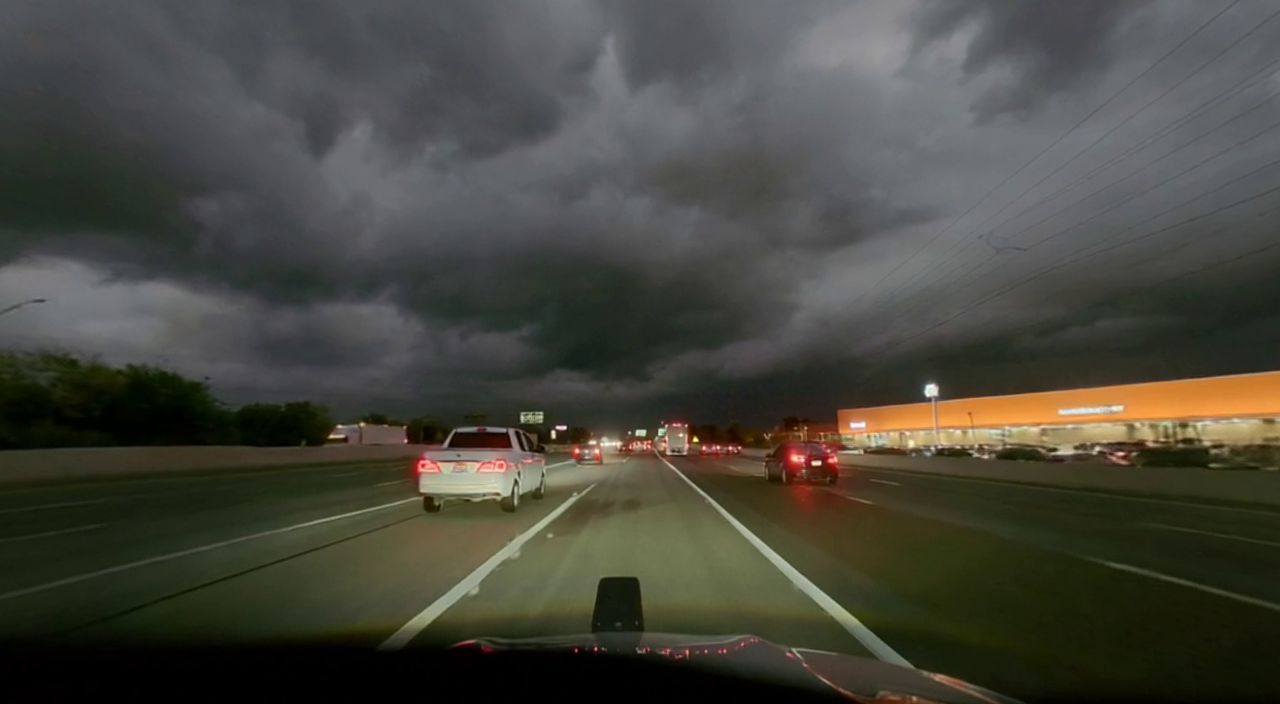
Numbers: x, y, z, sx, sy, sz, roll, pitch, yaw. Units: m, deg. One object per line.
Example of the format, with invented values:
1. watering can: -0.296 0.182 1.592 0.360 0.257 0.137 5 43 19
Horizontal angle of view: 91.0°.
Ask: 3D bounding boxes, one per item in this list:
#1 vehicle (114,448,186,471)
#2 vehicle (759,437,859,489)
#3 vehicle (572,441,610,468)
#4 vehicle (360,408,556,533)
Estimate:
1. vehicle: -34.954 7.660 45.021 1.774 1.527 3.995 0 -9 3
2. vehicle: 5.382 3.603 20.691 1.980 1.501 4.433 1 -9 -1
3. vehicle: -2.892 6.138 37.772 1.929 1.521 4.097 0 -9 1
4. vehicle: -2.981 2.086 11.586 2.130 1.799 4.583 0 -9 1
